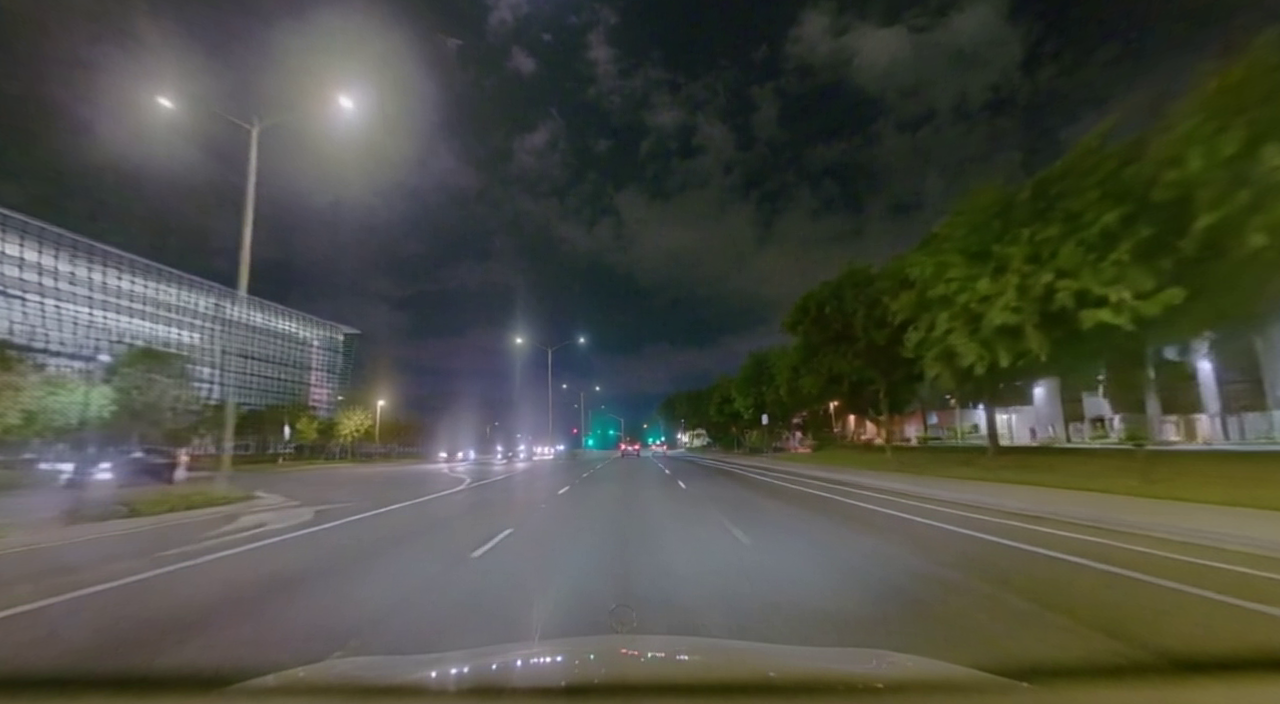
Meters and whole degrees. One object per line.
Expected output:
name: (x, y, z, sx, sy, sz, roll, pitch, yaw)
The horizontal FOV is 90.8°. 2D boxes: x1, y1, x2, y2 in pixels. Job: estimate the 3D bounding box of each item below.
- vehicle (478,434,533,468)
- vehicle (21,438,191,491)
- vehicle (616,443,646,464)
vehicle: (-8.517, 6.290, 40.666, 2.631, 1.990, 5.787, 0, -8, -4)
vehicle: (-21.439, 4.502, 25.817, 2.180, 1.902, 5.475, 0, -8, -1)
vehicle: (-0.661, 7.274, 45.546, 2.080, 1.445, 4.096, 0, -8, -2)
